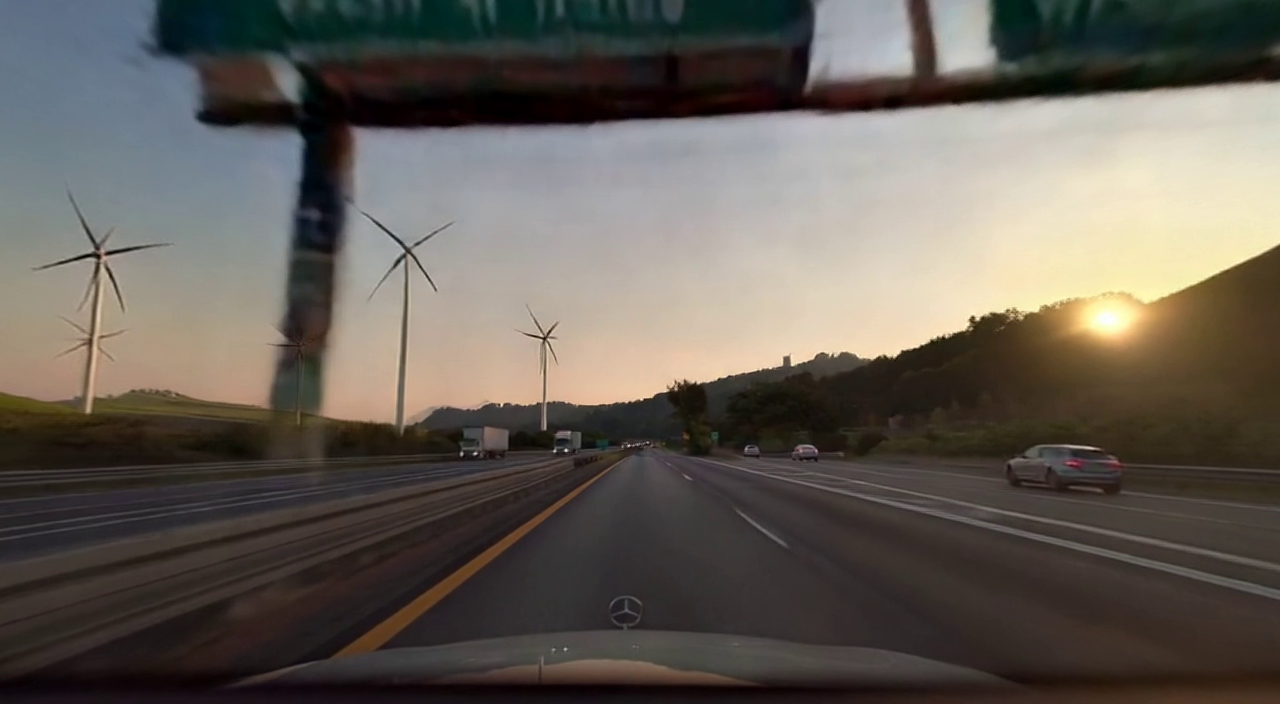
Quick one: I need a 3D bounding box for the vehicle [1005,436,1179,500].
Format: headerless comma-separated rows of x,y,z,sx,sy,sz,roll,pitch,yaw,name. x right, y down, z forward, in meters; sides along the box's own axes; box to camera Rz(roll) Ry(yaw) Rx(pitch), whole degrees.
13.568,3.492,19.396,1.897,1.669,4.825,0,-9,2,vehicle
